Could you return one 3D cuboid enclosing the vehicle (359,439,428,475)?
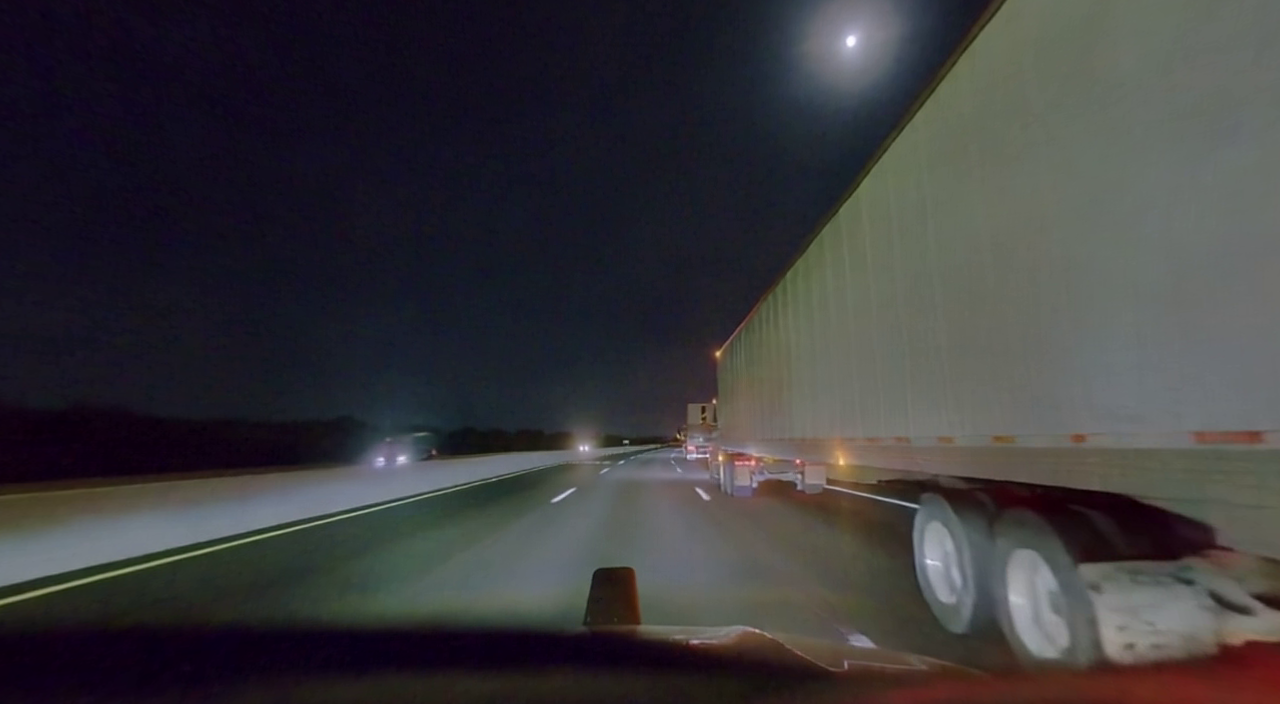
[{"bbox_3d":[-18.666,7.924,48.193,2.288,2.531,6.938,-1,-8,2],"label":"vehicle"}]
